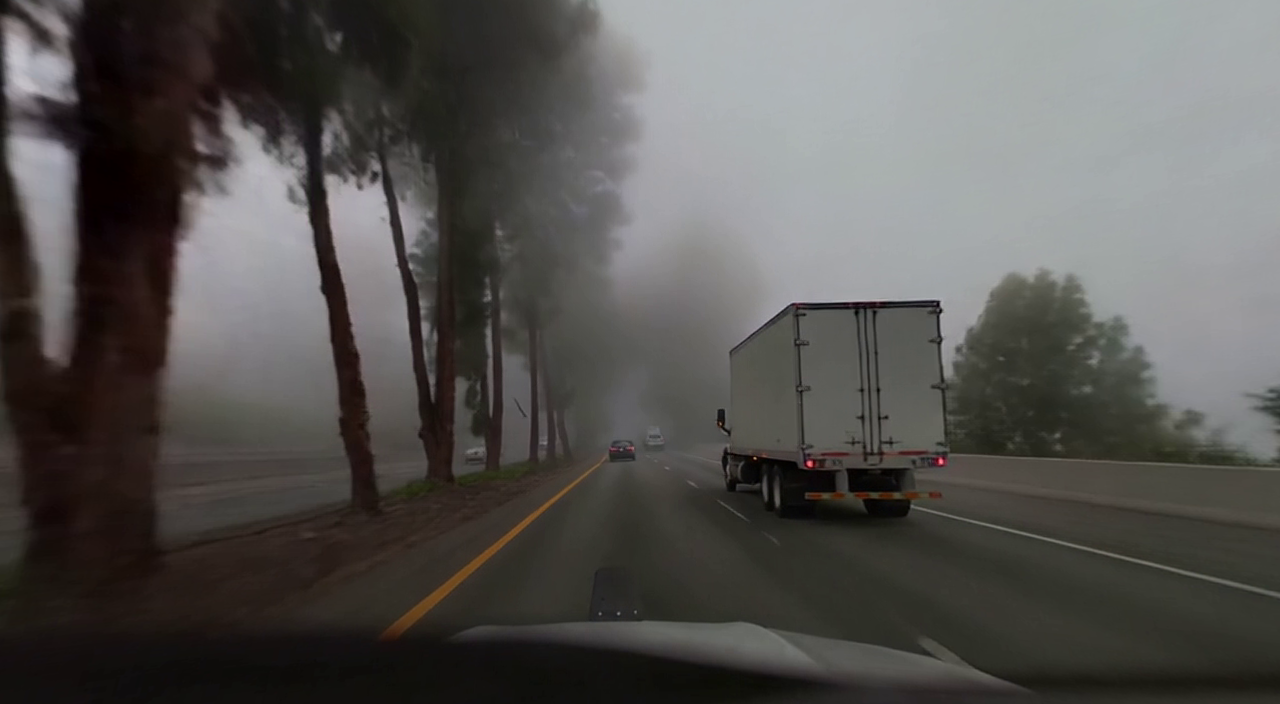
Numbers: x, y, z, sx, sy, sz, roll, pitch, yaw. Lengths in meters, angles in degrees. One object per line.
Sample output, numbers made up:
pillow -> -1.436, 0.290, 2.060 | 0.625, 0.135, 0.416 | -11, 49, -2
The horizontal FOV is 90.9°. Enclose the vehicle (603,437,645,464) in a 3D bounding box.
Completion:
vehicle -> -0.917, 5.639, 36.346 | 2.259, 1.466, 3.693 | 0, -7, -1

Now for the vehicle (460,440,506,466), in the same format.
vehicle -> -10.270, 6.620, 41.524 | 1.963, 1.573, 3.985 | 0, -8, 0

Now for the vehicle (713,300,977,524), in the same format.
vehicle -> 3.686, 1.447, 14.075 | 2.921, 3.526, 8.207 | 0, -8, -1
